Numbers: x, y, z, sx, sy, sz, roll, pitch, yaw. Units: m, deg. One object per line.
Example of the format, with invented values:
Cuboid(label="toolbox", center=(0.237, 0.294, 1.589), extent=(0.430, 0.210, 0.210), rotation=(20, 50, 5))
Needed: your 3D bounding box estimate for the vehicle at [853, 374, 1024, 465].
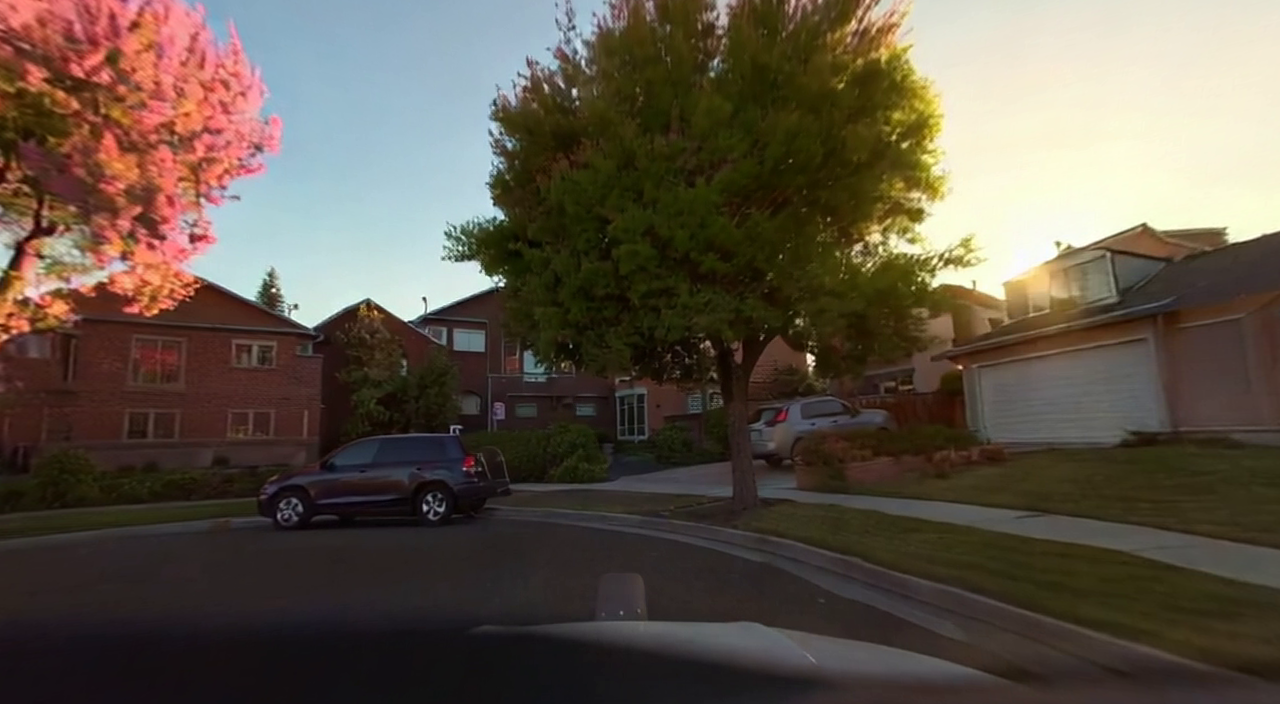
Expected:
Cuboid(label="vehicle", center=(7.414, 1.577, 15.479), extent=(4.495, 1.773, 2.152), rotation=(0, -6, -44))

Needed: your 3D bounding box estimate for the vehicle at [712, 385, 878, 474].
Cuboid(label="vehicle", center=(4.067, 1.914, 16.126), extent=(2.310, 1.701, 4.280), rotation=(-10, -6, 39))

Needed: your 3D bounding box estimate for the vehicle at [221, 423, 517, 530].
Cuboid(label="vehicle", center=(-5.108, 2.372, 12.382), extent=(4.815, 1.827, 2.147), rotation=(-1, -9, 8))
